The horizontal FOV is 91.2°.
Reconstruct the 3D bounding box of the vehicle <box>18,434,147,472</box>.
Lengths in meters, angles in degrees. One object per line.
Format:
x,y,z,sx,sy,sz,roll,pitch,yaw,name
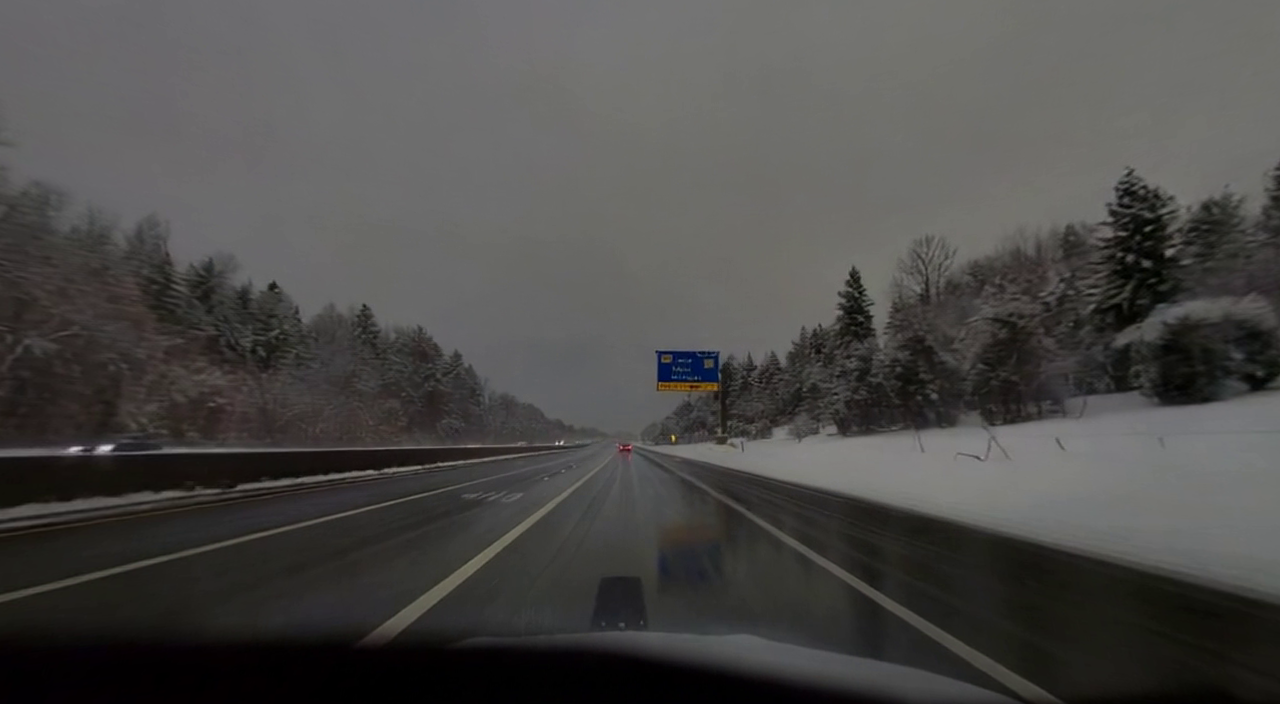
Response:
-25.123,4.563,28.525,1.848,1.590,4.326,0,-9,0,vehicle
